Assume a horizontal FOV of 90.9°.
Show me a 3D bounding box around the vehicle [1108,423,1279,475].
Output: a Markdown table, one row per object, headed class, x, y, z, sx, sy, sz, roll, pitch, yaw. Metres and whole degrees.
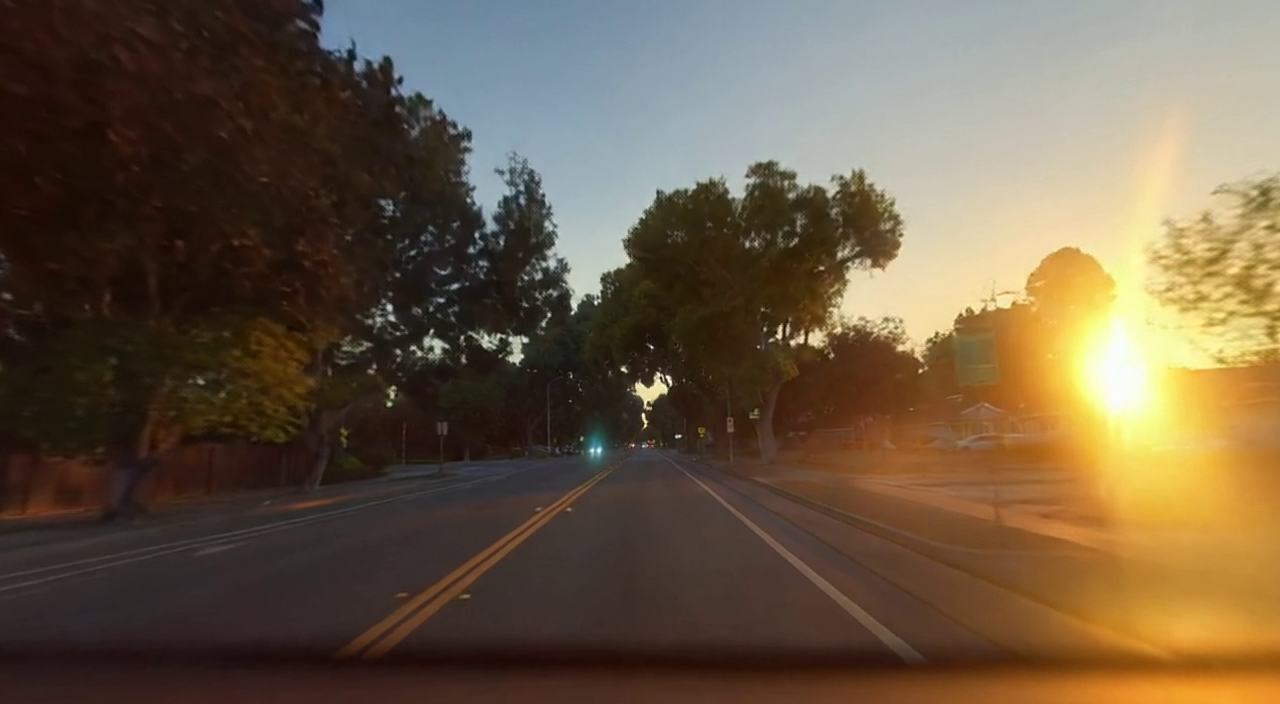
| class | x | y | z | sx | sy | sz | roll | pitch | yaw |
| --- | --- | --- | --- | --- | --- | --- | --- | --- | --- |
| vehicle | 20.108 | 3.547 | 23.085 | 4.151 | 1.730 | 2.131 | 0 | -9 | 2 |
